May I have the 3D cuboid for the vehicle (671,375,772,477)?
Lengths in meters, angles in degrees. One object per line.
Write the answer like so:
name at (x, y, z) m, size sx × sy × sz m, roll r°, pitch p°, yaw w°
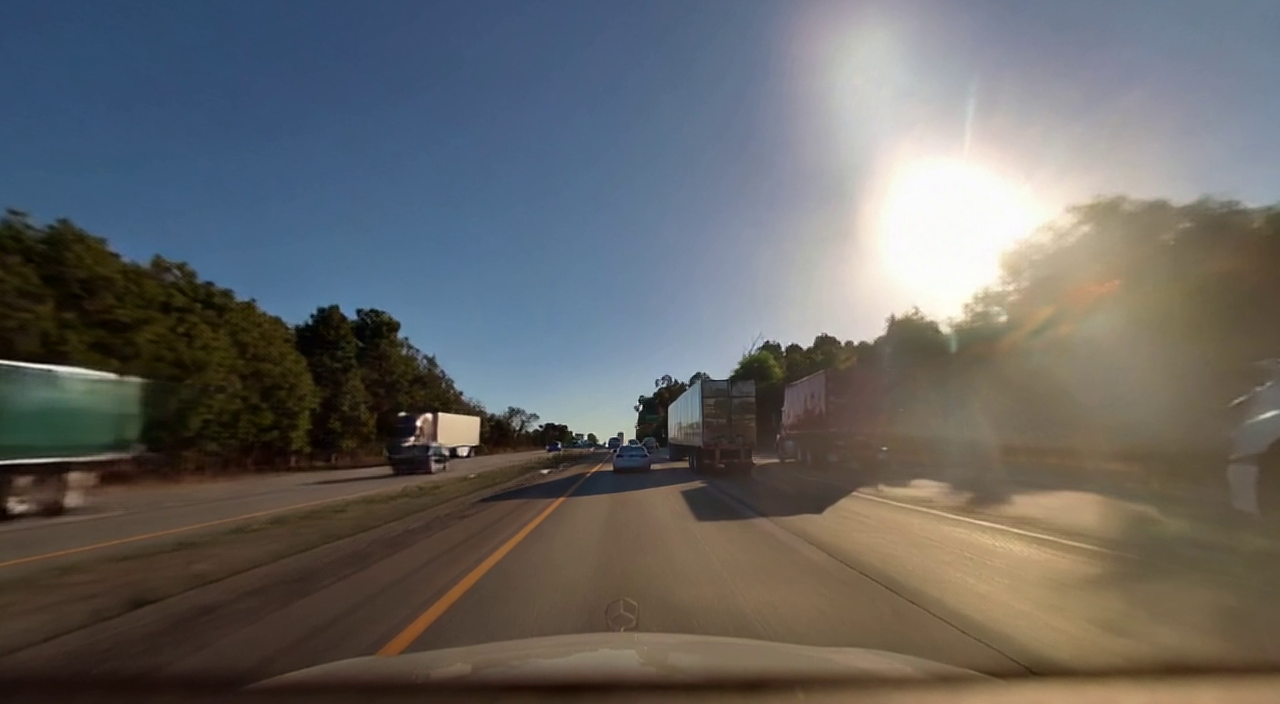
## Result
vehicle at (3.648, 3.901, 32.686) m, size 2.888 × 4.099 × 14.183 m, roll 0°, pitch -7°, yaw -2°

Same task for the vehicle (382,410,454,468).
vehicle at (-17.181, 6.835, 49.389) m, size 3.135 × 4.207 × 7.042 m, roll 0°, pitch -8°, yaw -1°

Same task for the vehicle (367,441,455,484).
vehicle at (-8.686, 4.200, 24.359) m, size 1.867 × 1.465 × 4.420 m, roll 0°, pitch -8°, yaw -2°

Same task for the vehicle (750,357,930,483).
vehicle at (7.758, 3.112, 27.670) m, size 2.876 × 4.111 × 14.145 m, roll 0°, pitch -7°, yaw -2°

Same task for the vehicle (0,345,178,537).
vehicle at (-12.573, 1.608, 11.335) m, size 2.641 × 3.353 × 7.768 m, roll 0°, pitch -7°, yaw -1°

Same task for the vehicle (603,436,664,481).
vehicle at (-0.266, 3.846, 23.148) m, size 2.038 × 1.477 × 3.773 m, roll 0°, pitch -7°, yaw -1°
